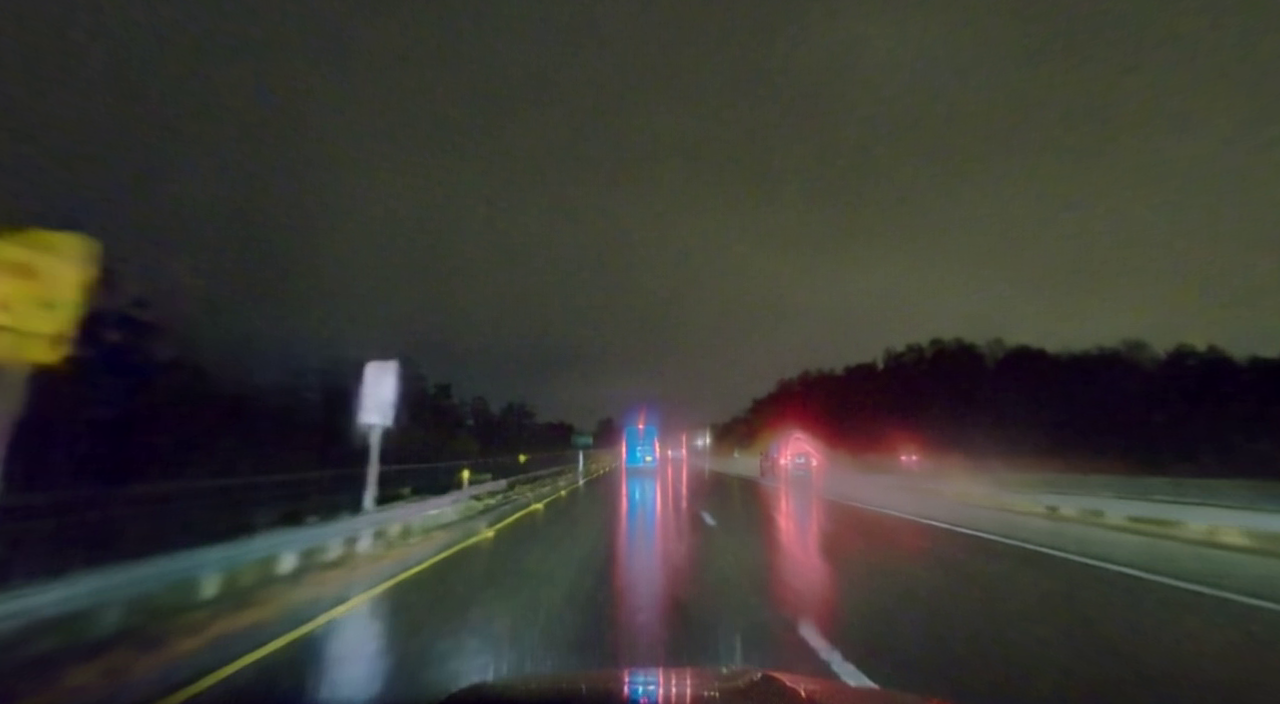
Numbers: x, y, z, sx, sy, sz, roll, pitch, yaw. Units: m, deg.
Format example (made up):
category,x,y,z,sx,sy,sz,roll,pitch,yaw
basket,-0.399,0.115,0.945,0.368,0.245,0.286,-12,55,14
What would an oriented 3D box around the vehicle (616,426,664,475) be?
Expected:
category,x,y,z,sx,sy,sz,roll,pitch,yaw
vehicle,0.018,5.714,36.392,2.560,2.598,5.581,0,-9,0
